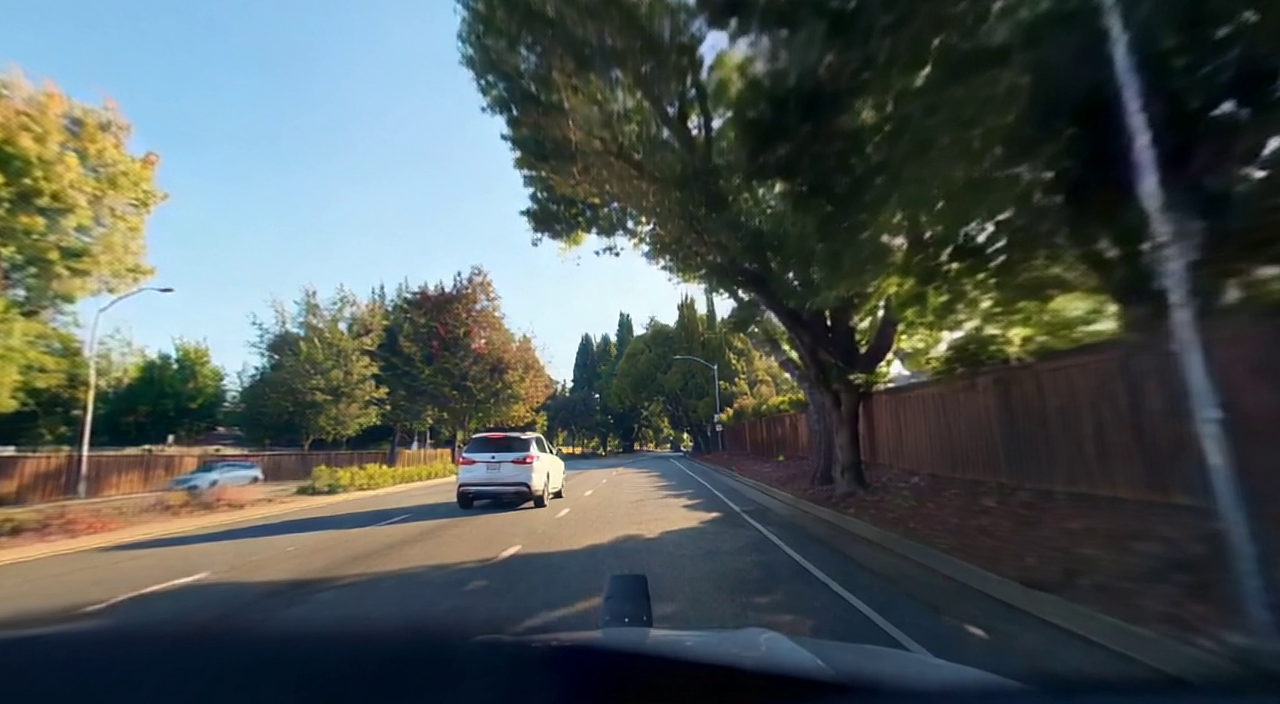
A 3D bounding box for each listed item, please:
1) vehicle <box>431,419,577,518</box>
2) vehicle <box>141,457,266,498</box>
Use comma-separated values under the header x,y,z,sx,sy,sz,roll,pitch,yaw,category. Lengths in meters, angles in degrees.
x,y,z,sx,sy,sz,roll,pitch,yaw,category
-2.837,2.575,14.486,2.160,1.855,4.695,0,-8,2,vehicle
-18.776,5.395,27.456,1.978,1.541,4.664,0,-9,2,vehicle
